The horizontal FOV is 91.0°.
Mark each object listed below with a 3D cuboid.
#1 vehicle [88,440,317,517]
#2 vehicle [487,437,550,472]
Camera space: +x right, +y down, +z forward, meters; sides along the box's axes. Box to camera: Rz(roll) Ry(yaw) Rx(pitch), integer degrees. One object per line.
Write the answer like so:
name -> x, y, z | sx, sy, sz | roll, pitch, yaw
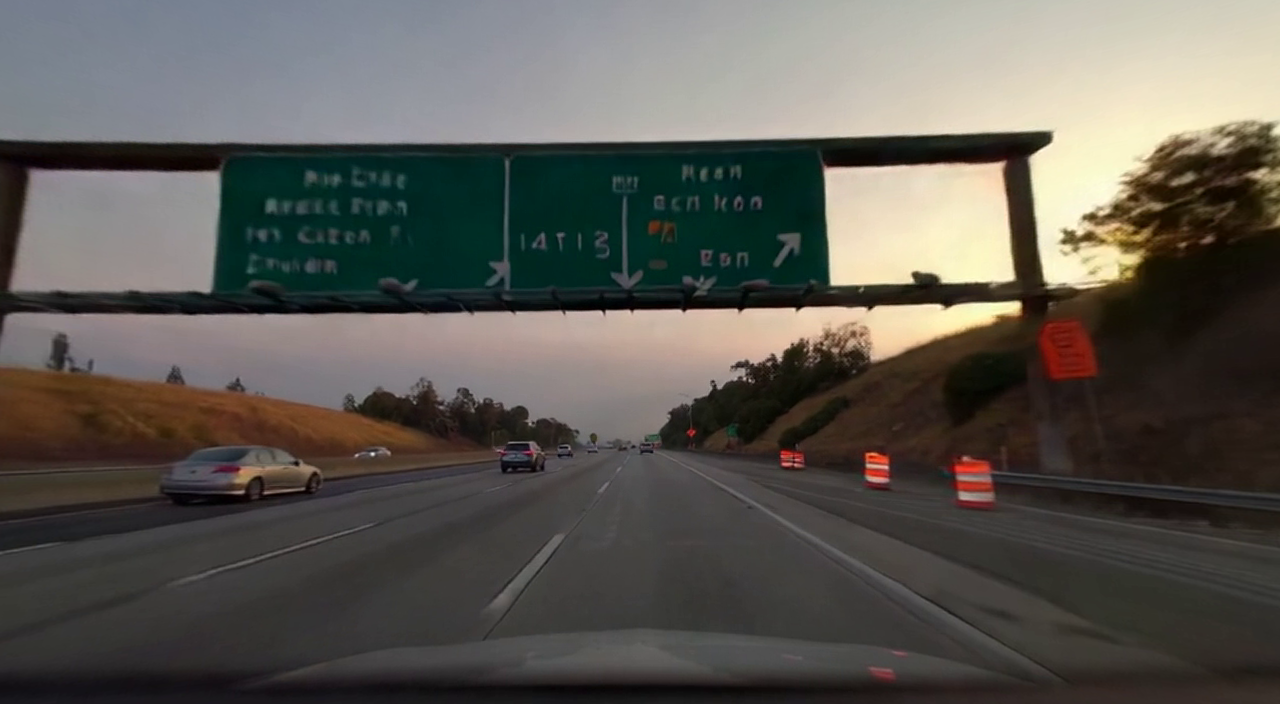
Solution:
vehicle -> -9.960, 2.885, 14.939 | 2.122, 1.511, 4.576 | 0, -9, 0
vehicle -> -6.428, 5.475, 33.794 | 2.402, 1.733, 4.512 | 0, -9, 1
